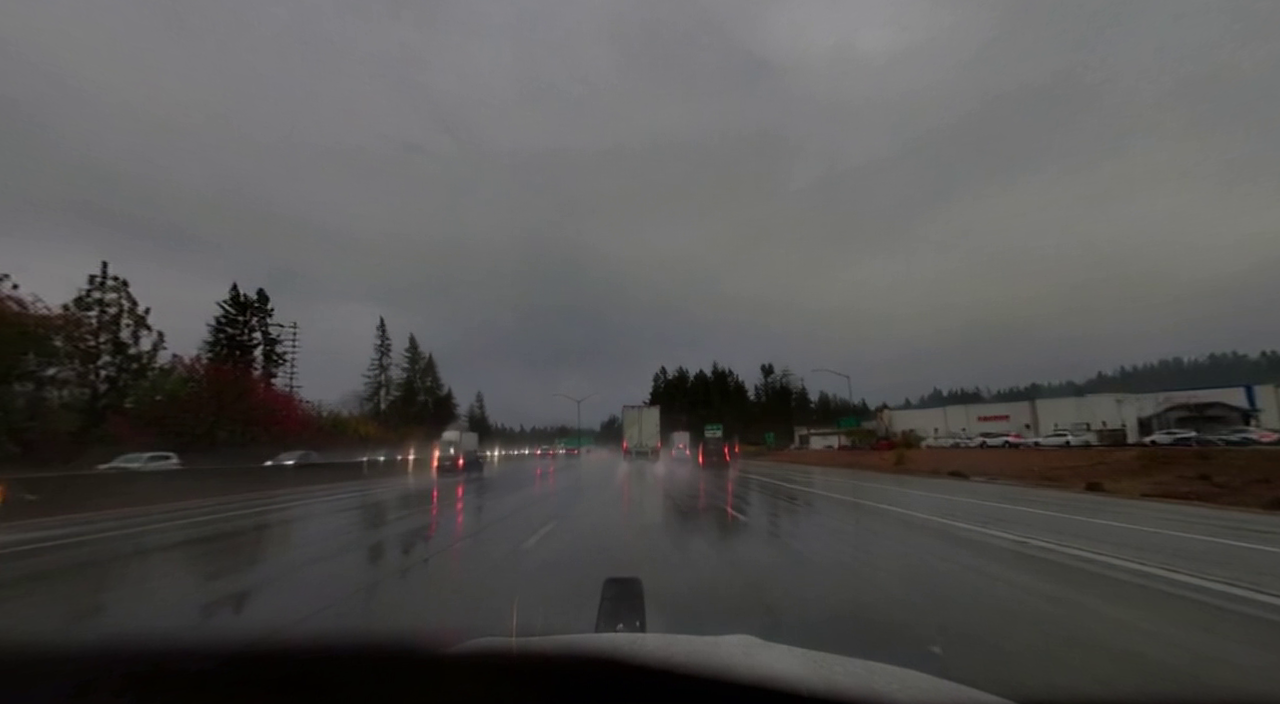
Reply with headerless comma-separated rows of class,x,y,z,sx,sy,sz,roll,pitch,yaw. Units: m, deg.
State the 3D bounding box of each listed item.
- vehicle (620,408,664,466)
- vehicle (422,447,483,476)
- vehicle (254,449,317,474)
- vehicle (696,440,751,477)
vehicle,0.330,6.603,48.460,3.012,3.928,10.262,0,-9,2
vehicle,-10.592,6.208,35.906,2.015,1.521,4.550,0,-9,0
vehicle,-27.420,8.457,48.958,2.131,1.760,4.698,0,-8,0
vehicle,4.082,5.288,31.571,2.107,1.707,4.445,0,-9,0
